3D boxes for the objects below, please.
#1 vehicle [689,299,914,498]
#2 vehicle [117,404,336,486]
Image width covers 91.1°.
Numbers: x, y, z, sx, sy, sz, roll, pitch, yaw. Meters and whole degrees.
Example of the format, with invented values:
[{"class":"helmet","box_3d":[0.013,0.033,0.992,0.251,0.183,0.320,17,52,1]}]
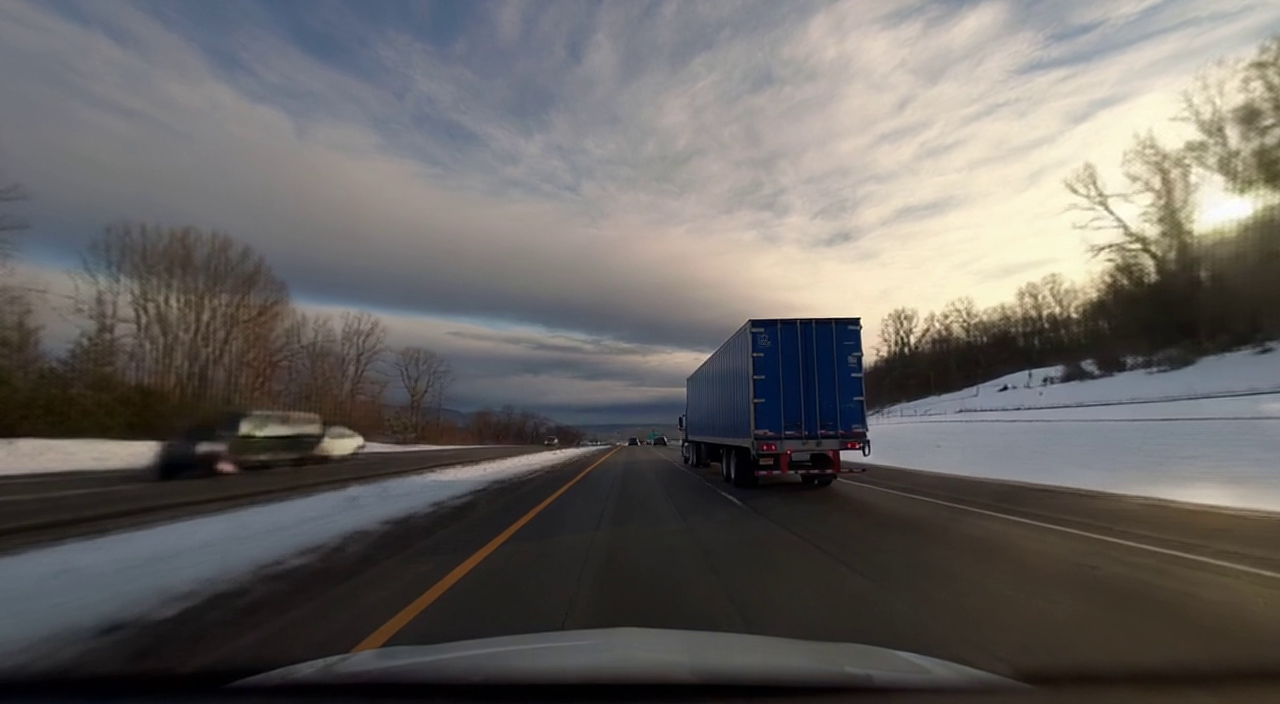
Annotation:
[{"class":"vehicle","box_3d":[4.070,2.121,21.990,3.203,4.273,17.131,0,-8,-1]},{"class":"vehicle","box_3d":[-8.748,2.026,13.886,1.918,1.523,4.278,0,-8,0]}]
